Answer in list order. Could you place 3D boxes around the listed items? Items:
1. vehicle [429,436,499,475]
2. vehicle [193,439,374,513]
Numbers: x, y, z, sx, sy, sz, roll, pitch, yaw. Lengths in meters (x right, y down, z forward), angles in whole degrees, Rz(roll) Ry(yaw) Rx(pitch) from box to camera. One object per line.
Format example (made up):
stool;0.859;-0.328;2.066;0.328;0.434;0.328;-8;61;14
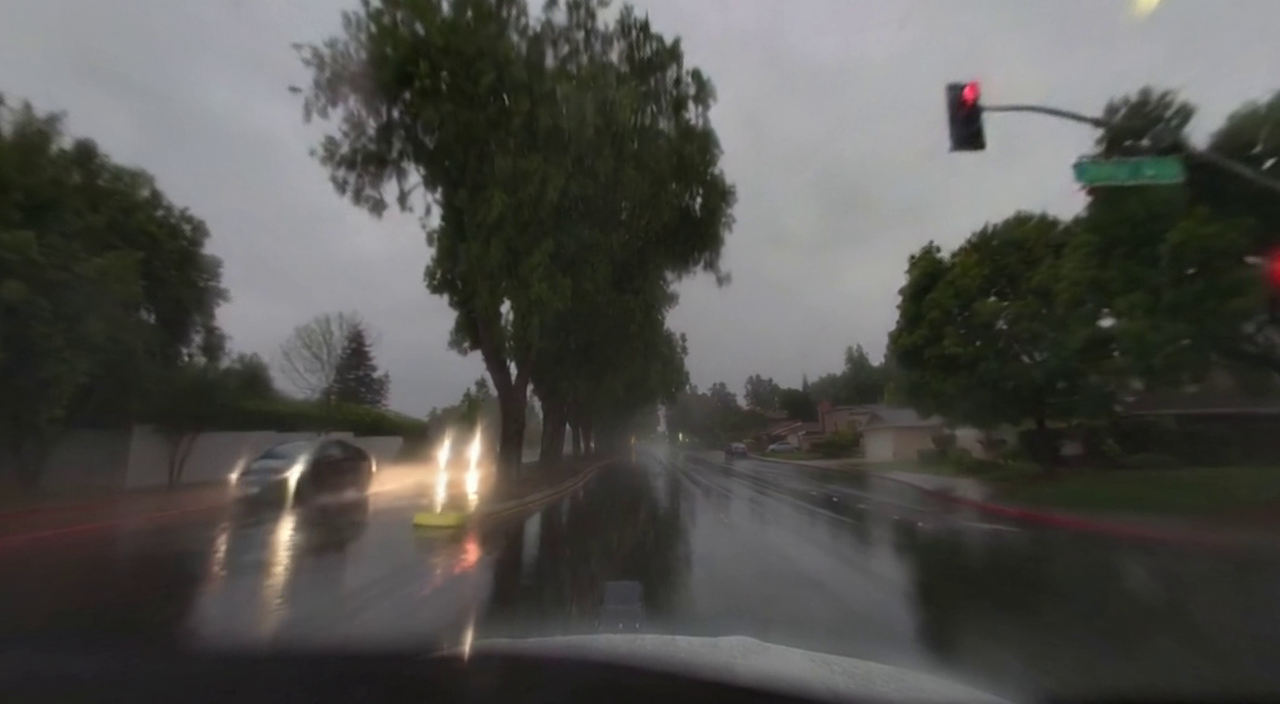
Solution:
vehicle;-8.352;4.918;30.293;2.118;1.733;4.372;0;-8;0
vehicle;-8.329;2.876;15.240;1.891;1.522;4.184;0;-8;0
